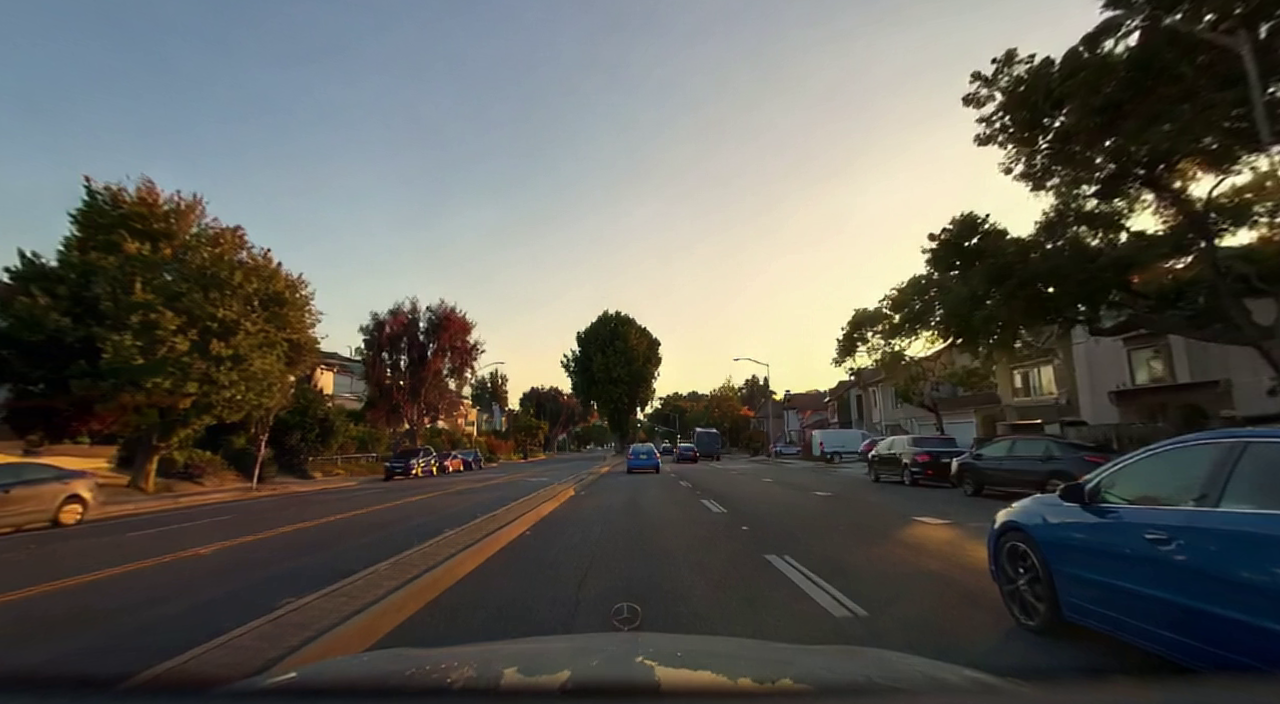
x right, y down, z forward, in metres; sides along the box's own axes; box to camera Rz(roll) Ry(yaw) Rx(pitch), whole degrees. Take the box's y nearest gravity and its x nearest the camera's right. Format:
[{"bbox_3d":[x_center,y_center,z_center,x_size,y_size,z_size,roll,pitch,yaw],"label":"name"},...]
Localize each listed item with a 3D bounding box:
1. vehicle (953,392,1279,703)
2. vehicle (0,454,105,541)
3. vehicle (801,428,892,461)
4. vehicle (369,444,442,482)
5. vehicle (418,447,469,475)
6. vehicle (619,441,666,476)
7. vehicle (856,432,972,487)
[{"bbox_3d":[3.526,0.968,2.839,1.992,1.505,4.333,0,-9,0],"label":"vehicle"},{"bbox_3d":[-14.429,3.048,13.125,2.033,1.774,5.266,0,-9,-1],"label":"vehicle"},{"bbox_3d":[14.728,6.639,45.360,5.696,2.299,2.292,0,-9,-2],"label":"vehicle"},{"bbox_3d":[-14.527,6.885,39.558,2.351,2.008,5.971,-4,-9,-1],"label":"vehicle"},{"bbox_3d":[-14.454,8.013,46.733,2.140,1.899,4.900,-1,-9,0],"label":"vehicle"},{"bbox_3d":[0.069,4.986,29.816,2.093,1.497,4.010,0,-9,-1],"label":"vehicle"},{"bbox_3d":[9.716,3.846,22.883,2.139,1.772,4.468,0,-9,-1],"label":"vehicle"}]
